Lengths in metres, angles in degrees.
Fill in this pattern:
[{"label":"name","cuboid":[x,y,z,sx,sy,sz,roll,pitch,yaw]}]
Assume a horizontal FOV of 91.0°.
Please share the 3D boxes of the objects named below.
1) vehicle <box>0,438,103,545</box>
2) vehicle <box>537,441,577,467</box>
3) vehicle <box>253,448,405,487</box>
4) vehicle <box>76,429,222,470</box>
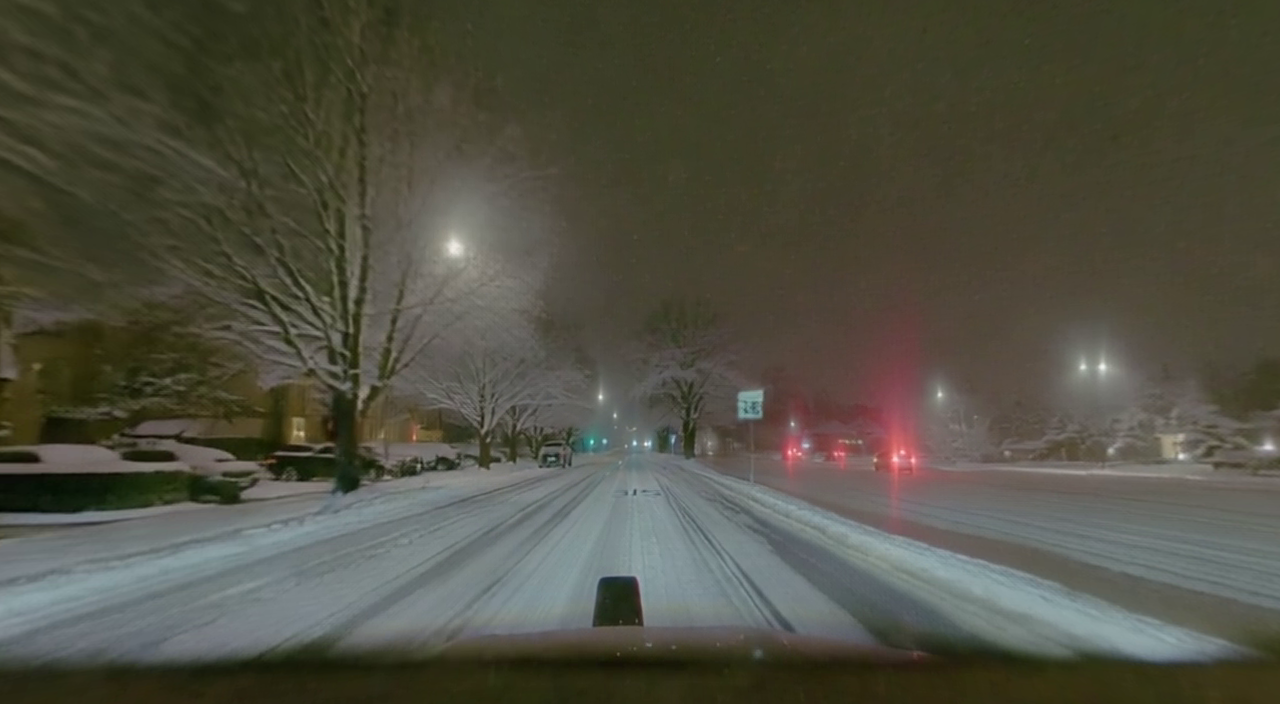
[{"label":"vehicle","cuboid":[-12.852,2.403,11.079,4.834,1.743,2.156,-1,-8,2]},{"label":"vehicle","cuboid":[-6.435,7.941,49.403,2.350,1.892,5.542,0,-8,1]},{"label":"vehicle","cuboid":[-12.946,4.820,26.430,5.300,1.432,1.951,1,-9,-1]},{"label":"vehicle","cuboid":[-26.101,5.181,33.635,5.603,2.043,2.554,0,-9,1]}]
